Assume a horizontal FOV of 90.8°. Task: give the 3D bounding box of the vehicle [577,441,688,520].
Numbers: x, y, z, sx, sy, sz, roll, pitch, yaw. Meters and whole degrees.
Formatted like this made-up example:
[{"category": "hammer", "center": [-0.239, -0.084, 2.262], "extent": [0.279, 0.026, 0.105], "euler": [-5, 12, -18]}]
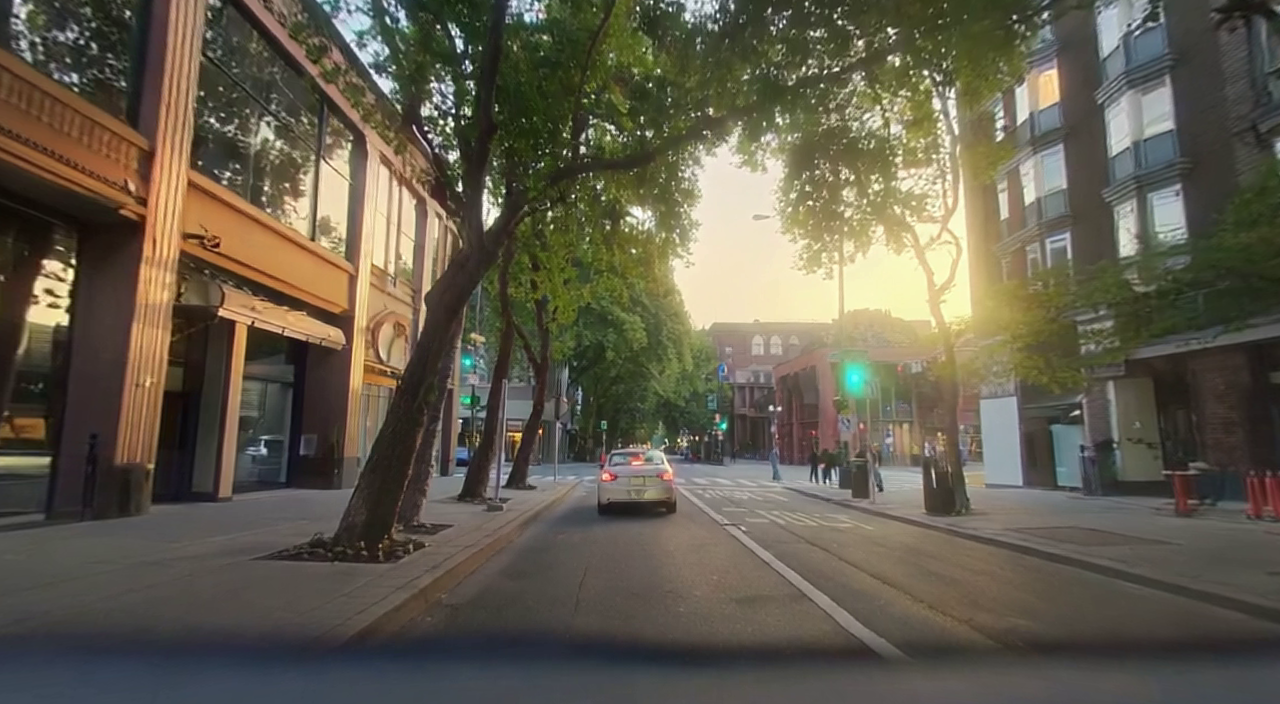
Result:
[{"category": "vehicle", "center": [-0.160, 2.776, 14.268], "extent": [2.106, 1.482, 4.459], "euler": [0, -9, 0]}]
